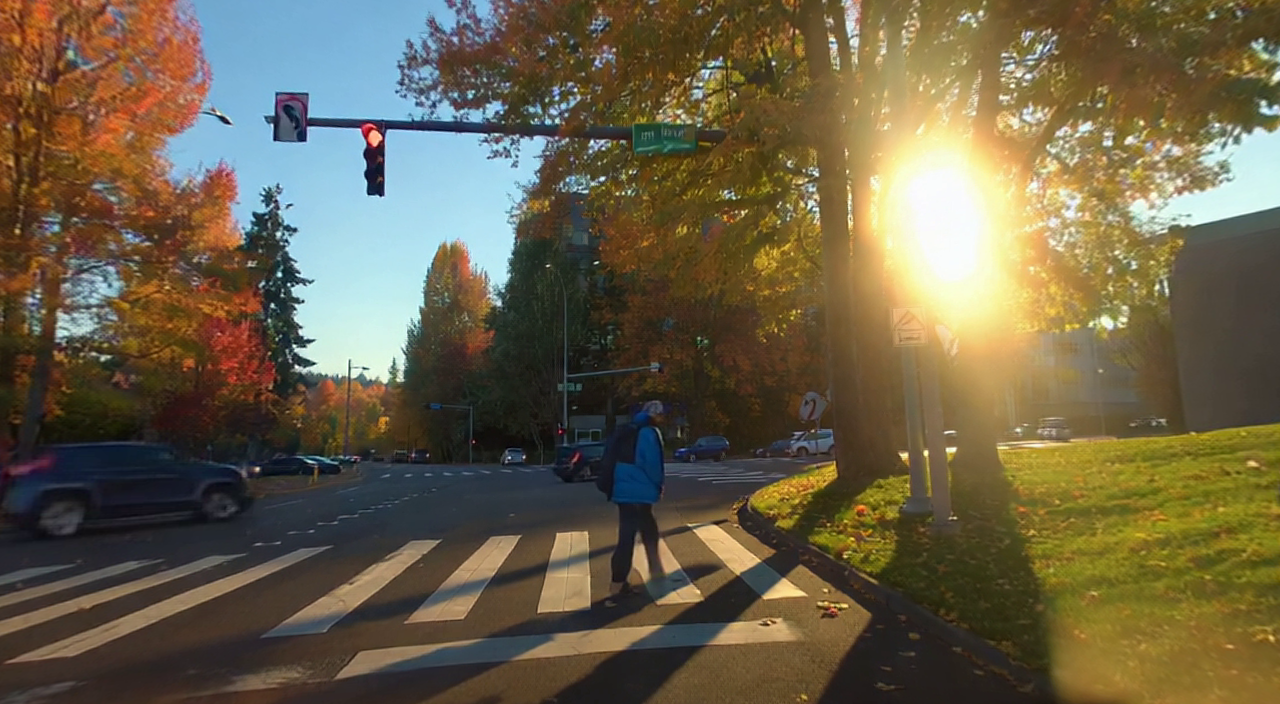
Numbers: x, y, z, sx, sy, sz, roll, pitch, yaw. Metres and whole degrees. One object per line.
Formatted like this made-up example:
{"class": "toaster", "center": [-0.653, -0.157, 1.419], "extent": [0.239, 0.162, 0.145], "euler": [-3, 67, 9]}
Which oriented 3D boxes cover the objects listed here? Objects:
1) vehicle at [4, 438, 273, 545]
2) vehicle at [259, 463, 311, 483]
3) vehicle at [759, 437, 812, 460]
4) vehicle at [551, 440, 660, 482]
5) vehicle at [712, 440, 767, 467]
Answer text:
{"class": "vehicle", "center": [-11.112, 2.979, 14.186], "extent": [2.001, 1.988, 4.281], "euler": [-8, -11, 39]}
{"class": "vehicle", "center": [-28.124, 9.581, 49.746], "extent": [1.776, 1.452, 3.920], "euler": [0, -9, 0]}
{"class": "vehicle", "center": [11.478, 7.586, 49.366], "extent": [1.979, 1.659, 4.907], "euler": [-8, -11, 39]}
{"class": "vehicle", "center": [-1.350, 4.565, 26.498], "extent": [1.915, 1.586, 4.734], "euler": [-7, -11, 38]}
{"class": "vehicle", "center": [7.011, 7.078, 43.926], "extent": [1.867, 1.743, 4.259], "euler": [-8, -11, 39]}
